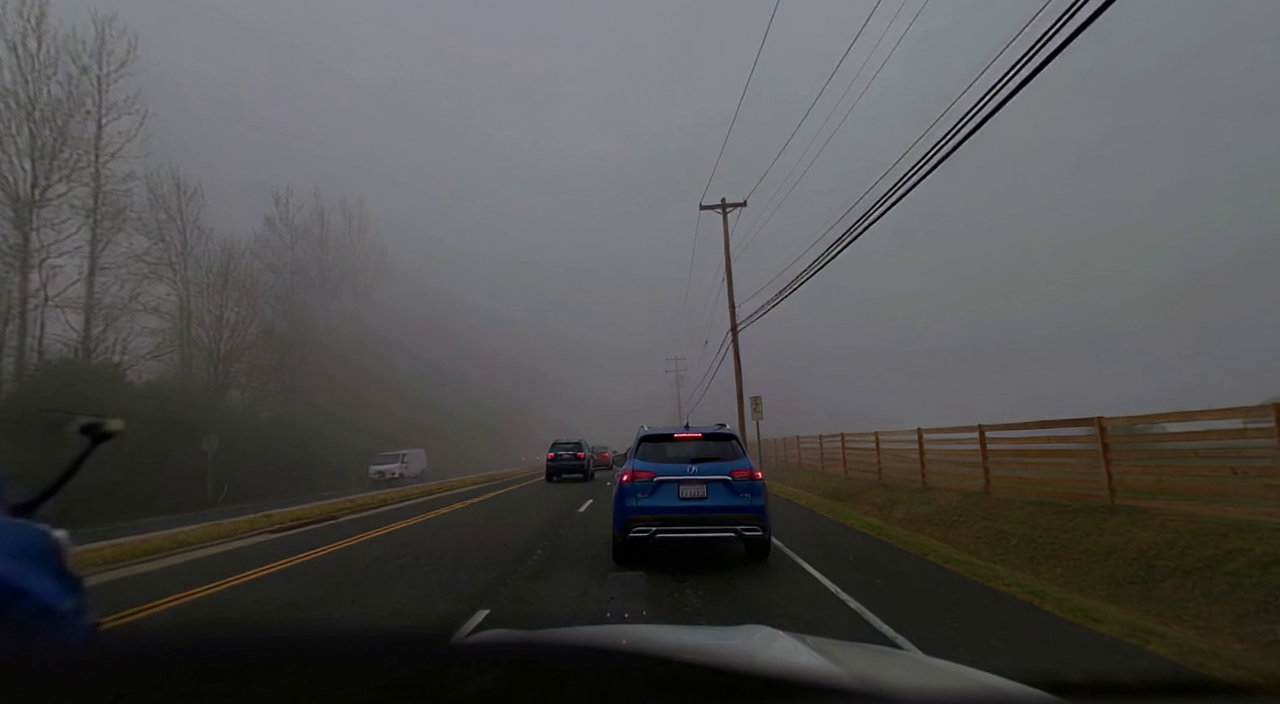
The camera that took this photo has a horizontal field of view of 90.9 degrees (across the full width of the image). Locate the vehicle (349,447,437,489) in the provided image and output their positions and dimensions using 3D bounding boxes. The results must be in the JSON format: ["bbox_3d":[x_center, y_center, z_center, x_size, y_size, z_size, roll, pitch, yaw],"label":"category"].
[{"bbox_3d":[-11.827,5.548,30.620,2.187,1.863,5.152,0,-9,0],"label":"vehicle"}]

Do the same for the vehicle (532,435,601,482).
[{"bbox_3d":[-2.704,4.072,24.286,2.037,1.639,4.213,0,-9,2],"label":"vehicle"}]

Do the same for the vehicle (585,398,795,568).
[{"bbox_3d":[0.488,1.671,8.678,2.174,1.749,4.113,0,-9,-1],"label":"vehicle"}]
